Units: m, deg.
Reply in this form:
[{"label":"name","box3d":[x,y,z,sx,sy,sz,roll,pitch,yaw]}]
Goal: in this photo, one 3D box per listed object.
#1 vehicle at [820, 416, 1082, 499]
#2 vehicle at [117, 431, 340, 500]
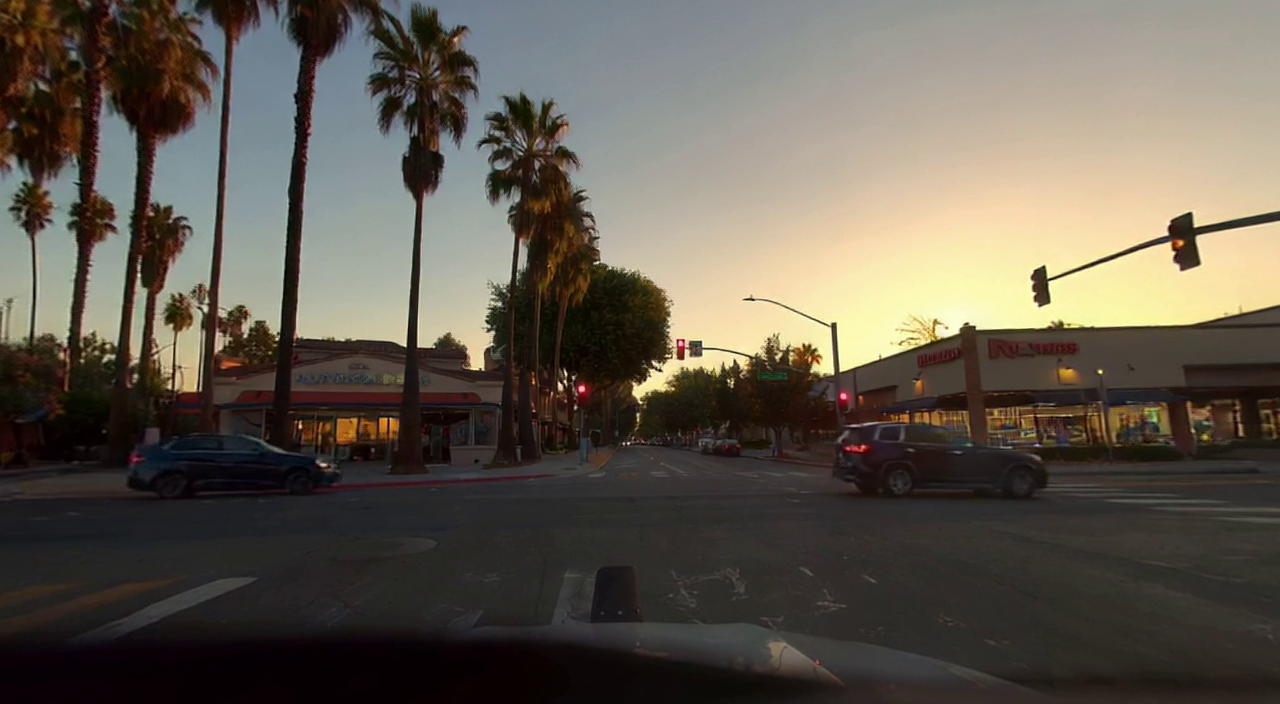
[{"label":"vehicle","box3d":[7.893,2.714,16.415,5.619,1.951,2.321,1,-8,-5]},{"label":"vehicle","box3d":[-11.211,3.117,17.669,4.854,1.699,2.152,4,-9,-26]}]
